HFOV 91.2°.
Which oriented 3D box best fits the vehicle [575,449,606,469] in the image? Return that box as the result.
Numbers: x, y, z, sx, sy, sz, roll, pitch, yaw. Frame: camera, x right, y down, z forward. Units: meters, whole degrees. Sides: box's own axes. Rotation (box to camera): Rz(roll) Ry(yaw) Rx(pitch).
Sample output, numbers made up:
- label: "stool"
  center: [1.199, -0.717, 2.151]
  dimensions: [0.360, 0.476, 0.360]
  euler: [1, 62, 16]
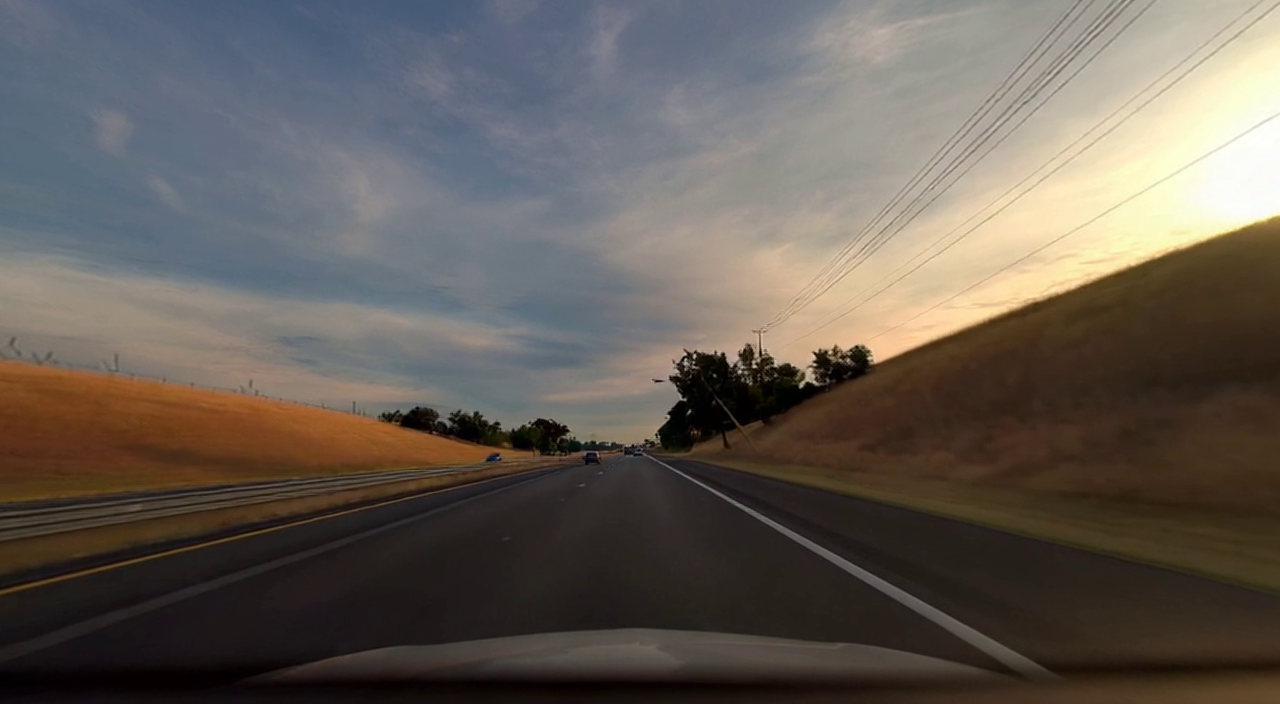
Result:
- label: "vehicle"
  center: [-3.867, 8.506, 49.962]
  dimensions: [2.123, 1.545, 4.404]
  euler: [0, -9, 0]
